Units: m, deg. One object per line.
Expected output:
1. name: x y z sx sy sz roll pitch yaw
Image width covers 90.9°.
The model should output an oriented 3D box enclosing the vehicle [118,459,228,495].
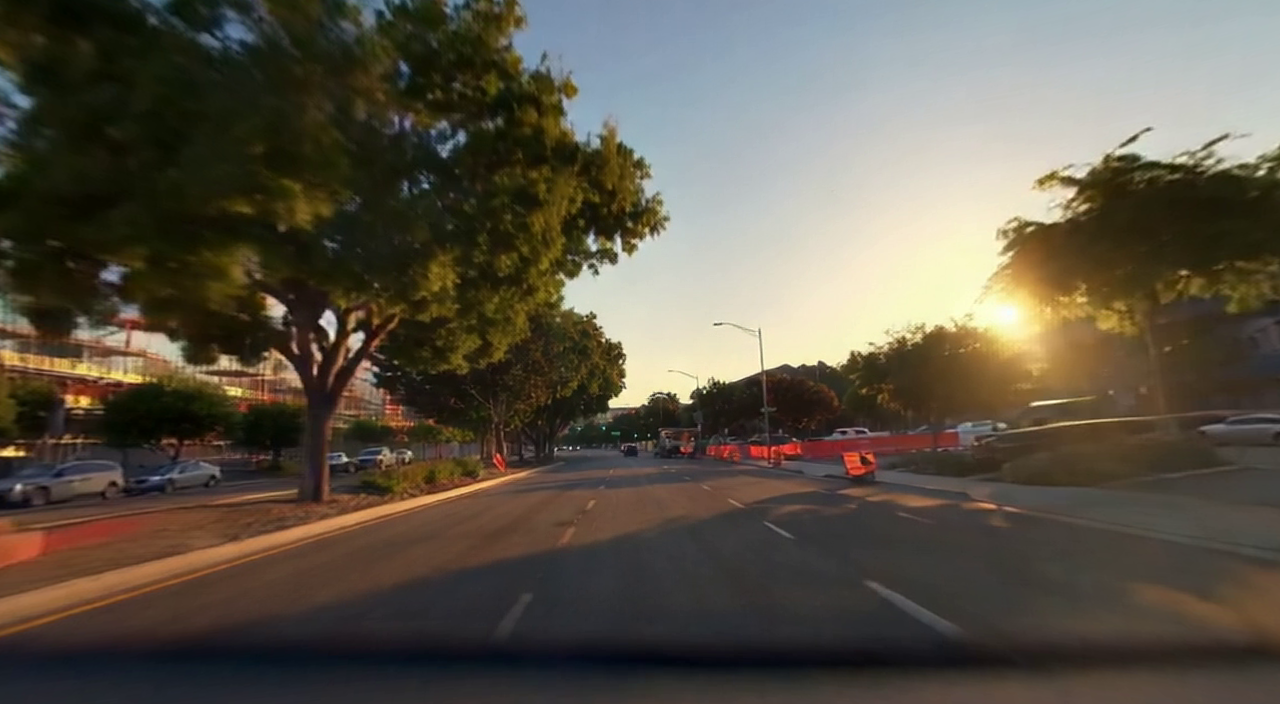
1. vehicle: -22.299 5.961 30.375 1.863 1.470 4.526 0 -8 -1

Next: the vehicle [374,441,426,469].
1. vehicle: -18.638 8.013 49.212 2.286 2.069 5.077 0 -8 -4

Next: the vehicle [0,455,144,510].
1. vehicle: -21.940 4.866 24.107 1.941 1.743 5.264 0 -8 -4

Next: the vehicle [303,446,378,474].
1. vehicle: -22.352 8.047 47.357 2.328 1.918 5.628 -1 -8 6
